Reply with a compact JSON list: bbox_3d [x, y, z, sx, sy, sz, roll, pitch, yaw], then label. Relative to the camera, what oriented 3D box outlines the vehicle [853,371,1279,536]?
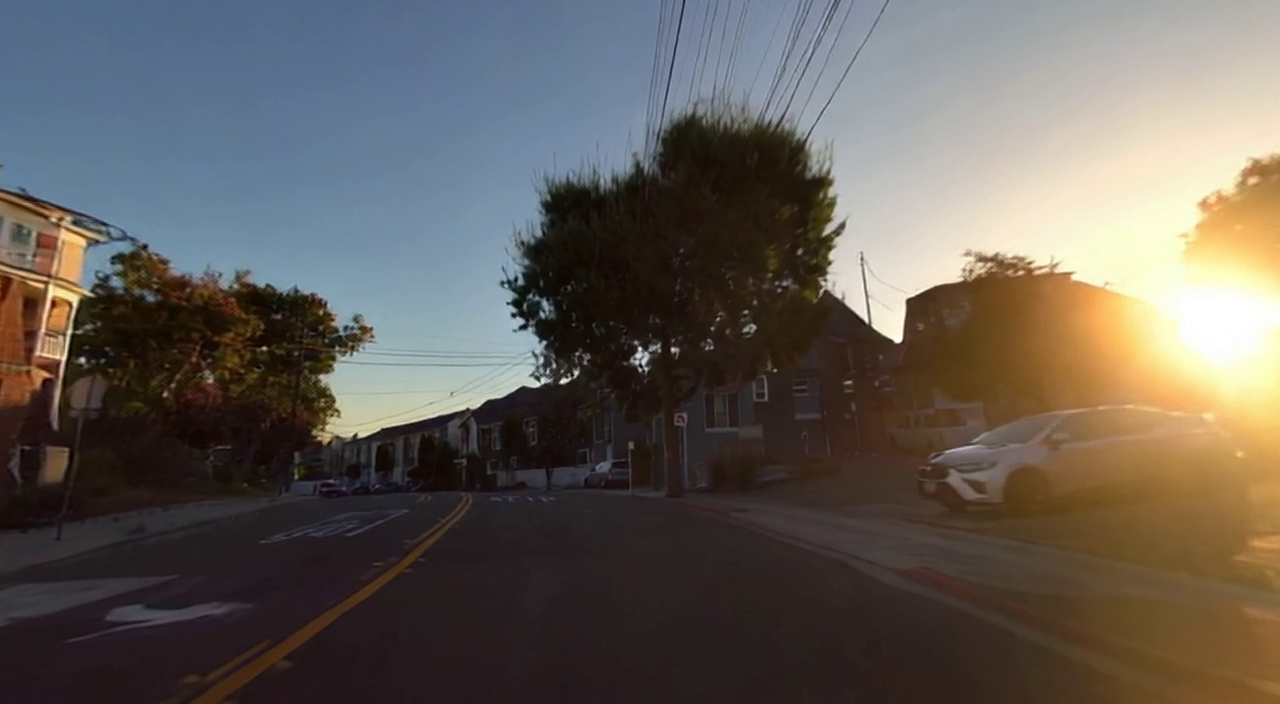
[{"bbox_3d":[6.743,1.592,10.262,5.578,1.842,2.300,-4,-9,-7],"label":"vehicle"}]

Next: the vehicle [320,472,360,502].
[{"bbox_3d":[-20.167,9.009,42.412,1.994,1.515,4.385,4,-8,-30],"label":"vehicle"}]

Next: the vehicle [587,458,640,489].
[{"bbox_3d":[-2.076,9.007,47.241,2.184,1.885,5.343,3,-8,-23],"label":"vehicle"}]
